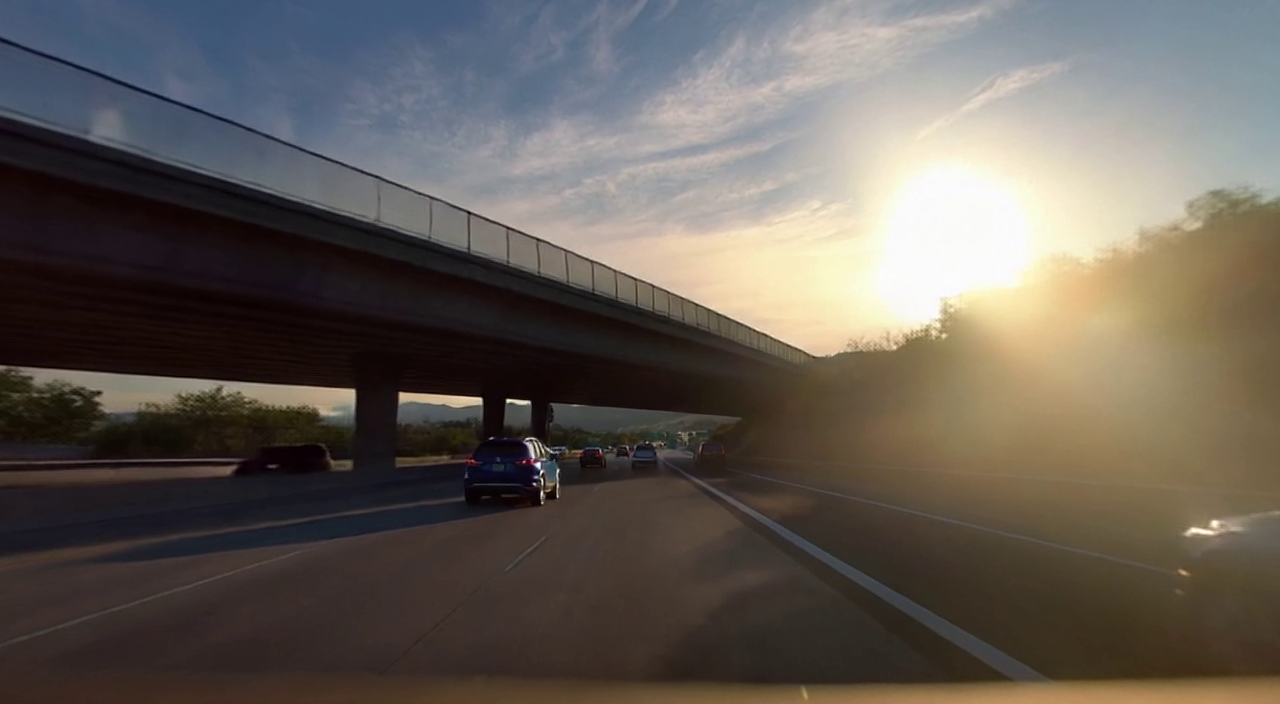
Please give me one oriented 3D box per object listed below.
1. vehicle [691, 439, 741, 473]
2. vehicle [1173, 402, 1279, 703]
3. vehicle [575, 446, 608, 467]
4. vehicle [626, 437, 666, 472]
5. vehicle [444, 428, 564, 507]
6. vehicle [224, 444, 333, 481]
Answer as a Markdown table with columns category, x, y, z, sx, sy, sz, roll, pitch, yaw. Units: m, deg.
| category | x | y | z | sx | sy | sz | roll | pitch | yaw |
| --- | --- | --- | --- | --- | --- | --- | --- | --- | --- |
| vehicle | 4.301 | 5.996 | 36.515 | 2.231 | 1.807 | 4.588 | 0 | -9 | -1 |
| vehicle | 4.123 | 0.827 | 1.734 | 1.959 | 1.554 | 3.795 | 0 | -9 | 1 |
| vehicle | -3.496 | 7.624 | 46.036 | 1.994 | 1.475 | 4.171 | 0 | -9 | 0 |
| vehicle | 0.312 | 5.948 | 36.808 | 2.155 | 1.909 | 4.529 | 0 | -9 | 0 |
| vehicle | -3.321 | 2.928 | 16.442 | 2.089 | 1.751 | 4.515 | 0 | -9 | 0 |
| vehicle | -19.090 | 5.831 | 33.679 | 2.259 | 1.785 | 5.582 | 0 | -9 | 3 |
